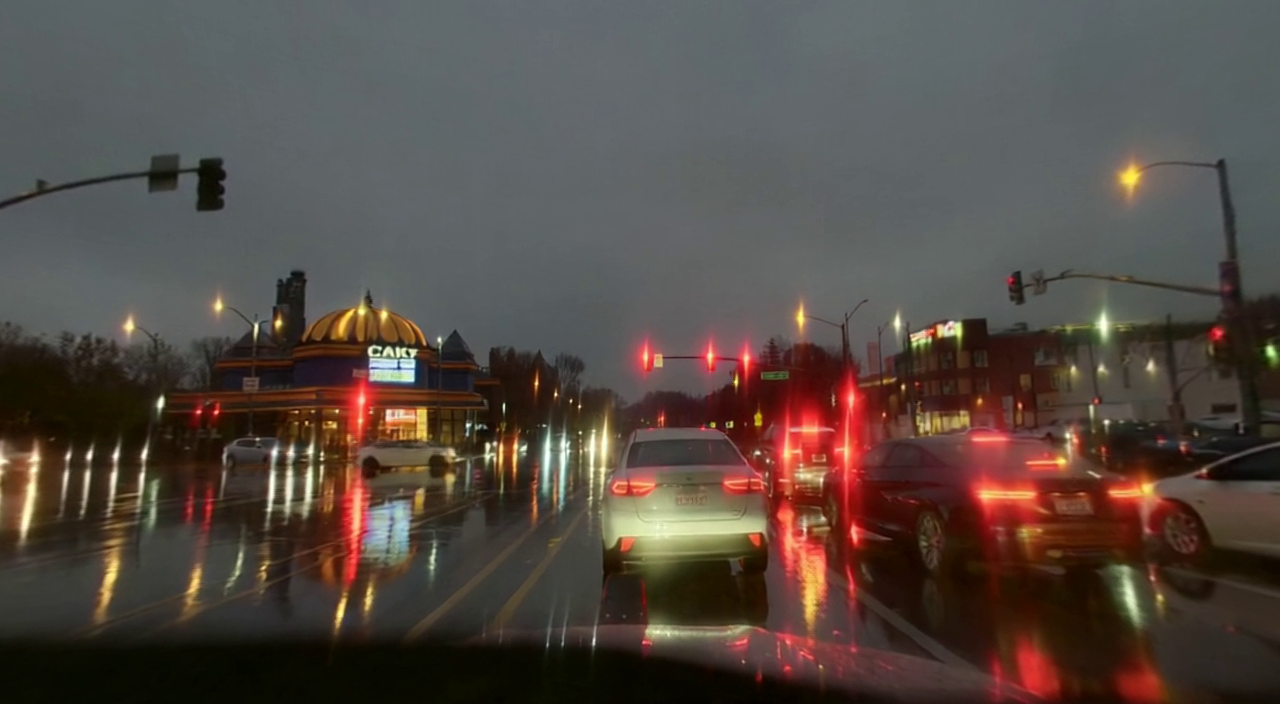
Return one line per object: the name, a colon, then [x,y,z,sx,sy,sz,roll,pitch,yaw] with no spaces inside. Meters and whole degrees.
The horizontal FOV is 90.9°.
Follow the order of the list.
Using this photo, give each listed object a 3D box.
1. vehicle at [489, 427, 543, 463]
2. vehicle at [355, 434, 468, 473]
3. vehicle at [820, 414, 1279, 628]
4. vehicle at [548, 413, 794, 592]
vehicle: [-8.760,6.582,45.170,2.710,2.022,5.889,-2,-4,0]
vehicle: [-10.779,4.801,30.010,4.833,1.701,2.077,3,-9,-19]
vehicle: [3.523,1.509,6.707,1.883,1.480,4.489,0,-8,0]
vehicle: [0.222,1.552,7.326,2.073,1.496,3.892,0,-8,-1]
